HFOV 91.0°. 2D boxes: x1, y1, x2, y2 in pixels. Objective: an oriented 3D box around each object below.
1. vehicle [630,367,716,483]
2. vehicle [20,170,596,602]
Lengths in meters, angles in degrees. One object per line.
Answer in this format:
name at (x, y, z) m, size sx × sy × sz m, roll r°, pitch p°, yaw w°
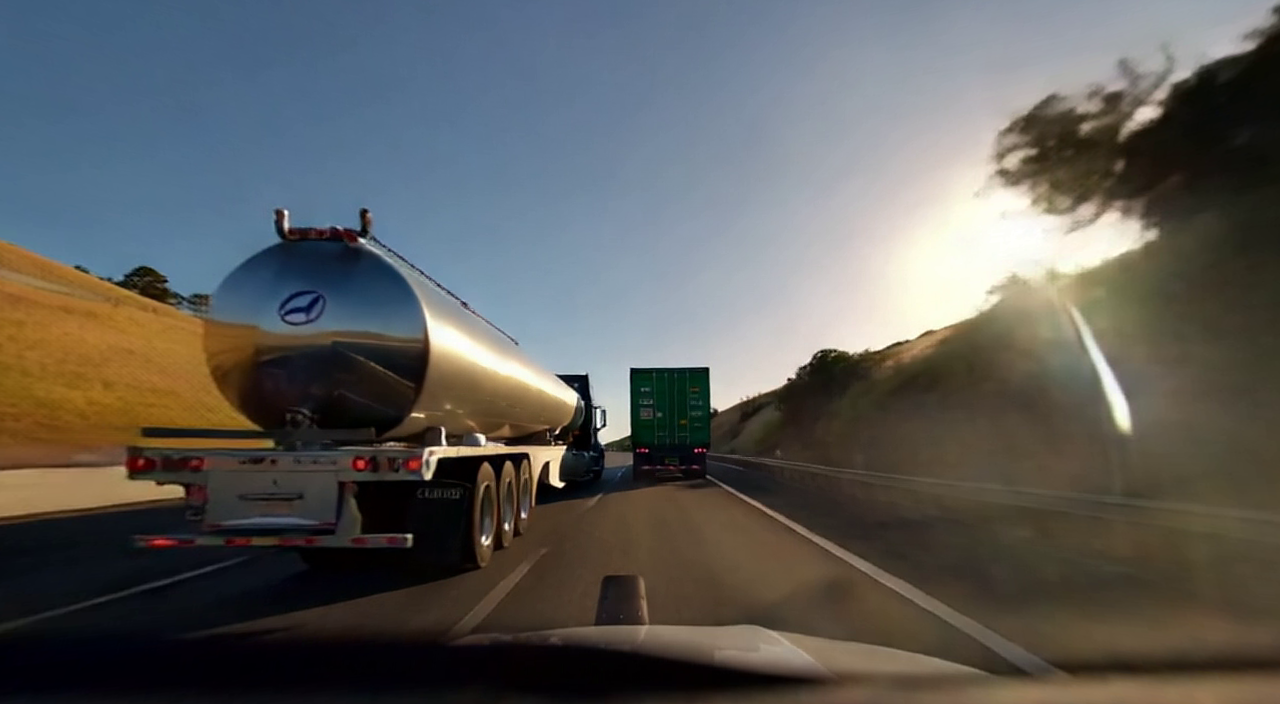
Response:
vehicle at (1.249, 3.367, 27.527) m, size 2.942 × 4.003 × 11.297 m, roll 0°, pitch -9°, yaw 1°
vehicle at (-3.292, 1.494, 13.805) m, size 3.267 × 3.655 × 17.154 m, roll 0°, pitch -9°, yaw 0°
